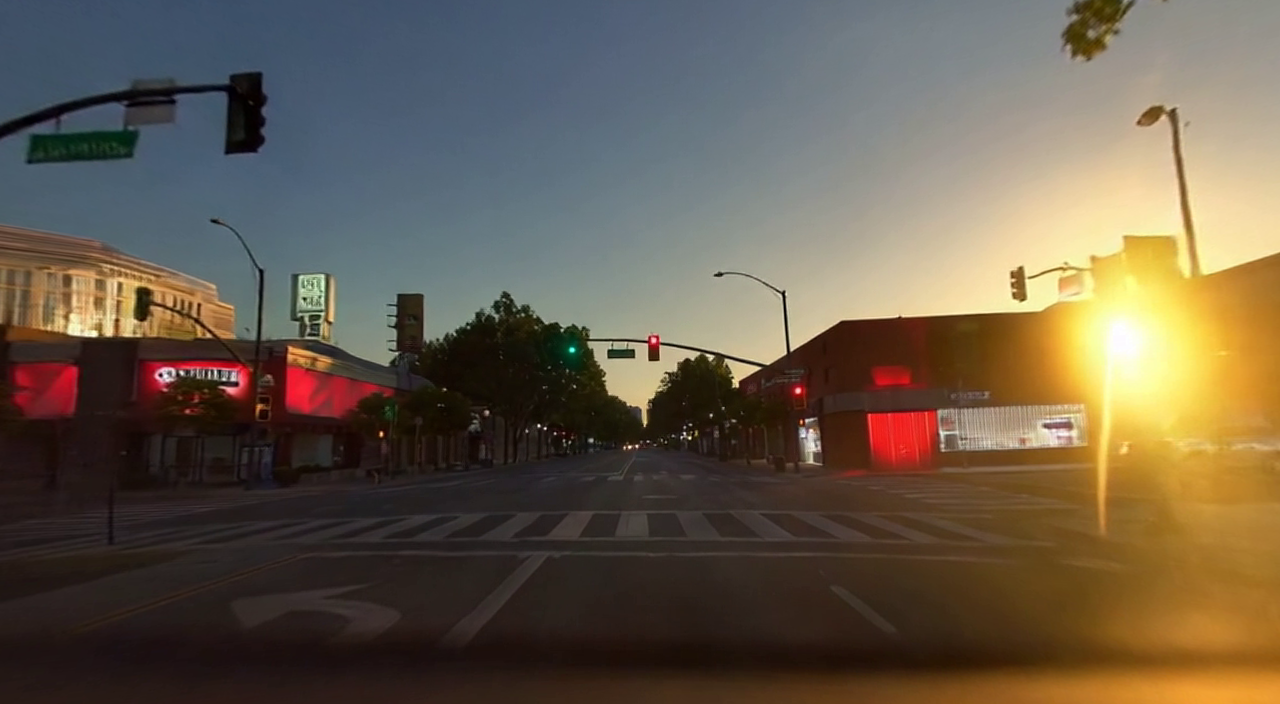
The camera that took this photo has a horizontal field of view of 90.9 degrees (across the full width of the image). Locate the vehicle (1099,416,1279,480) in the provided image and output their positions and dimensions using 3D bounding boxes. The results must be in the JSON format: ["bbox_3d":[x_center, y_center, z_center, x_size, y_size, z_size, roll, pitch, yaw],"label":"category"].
[{"bbox_3d":[17.026,2.870,18.957,4.836,1.795,1.957,0,-8,0],"label":"vehicle"}]
